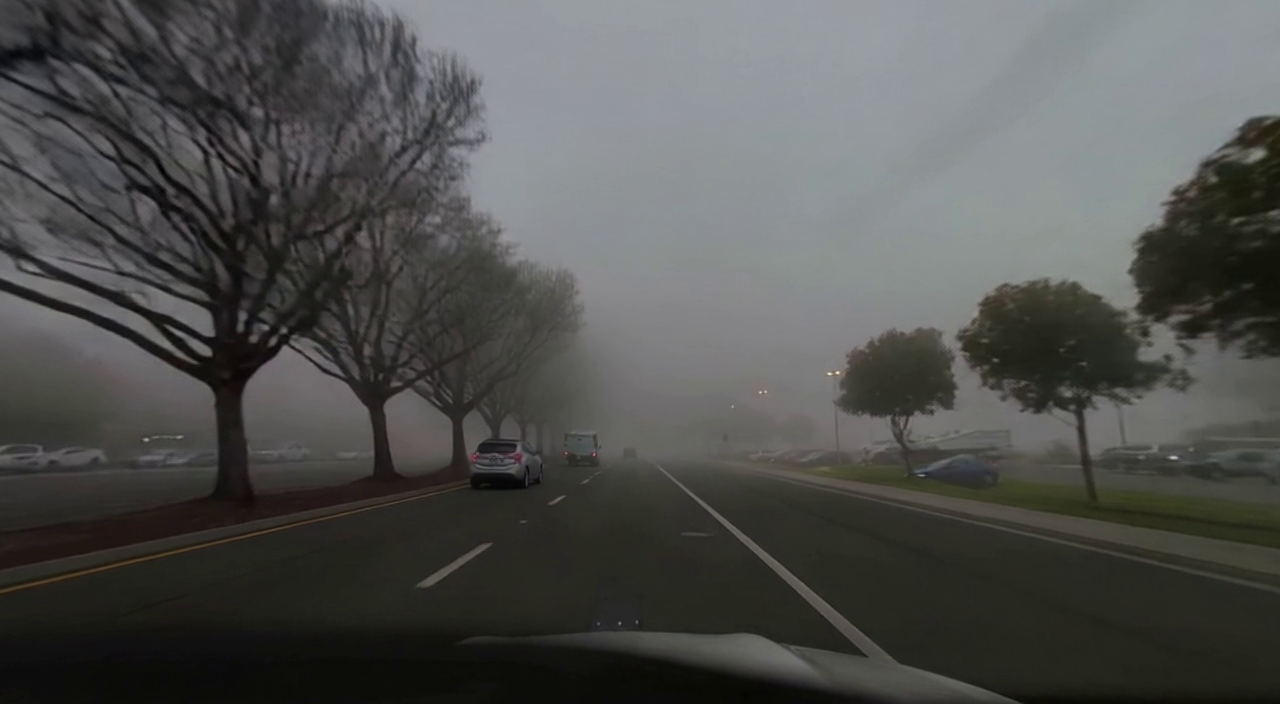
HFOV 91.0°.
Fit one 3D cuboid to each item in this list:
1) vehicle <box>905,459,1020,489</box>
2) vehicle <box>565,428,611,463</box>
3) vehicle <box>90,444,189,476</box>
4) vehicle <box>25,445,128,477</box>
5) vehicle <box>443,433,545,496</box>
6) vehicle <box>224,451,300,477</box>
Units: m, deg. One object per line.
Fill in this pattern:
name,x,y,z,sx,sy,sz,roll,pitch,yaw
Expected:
vehicle,16.372,6.208,32.127,4.723,1.466,2.085,0,-9,-1
vehicle,-3.927,7.266,48.885,2.917,2.524,6.990,0,-9,0
vehicle,-28.701,6.182,36.308,1.946,1.711,4.518,0,-9,0
vehicle,-31.464,6.088,35.342,1.905,1.657,4.584,1,-9,-7
vehicle,-4.297,3.383,19.300,2.109,1.672,4.256,0,-9,0
vehicle,-23.080,6.827,38.681,1.885,1.428,4.638,0,-9,-2
